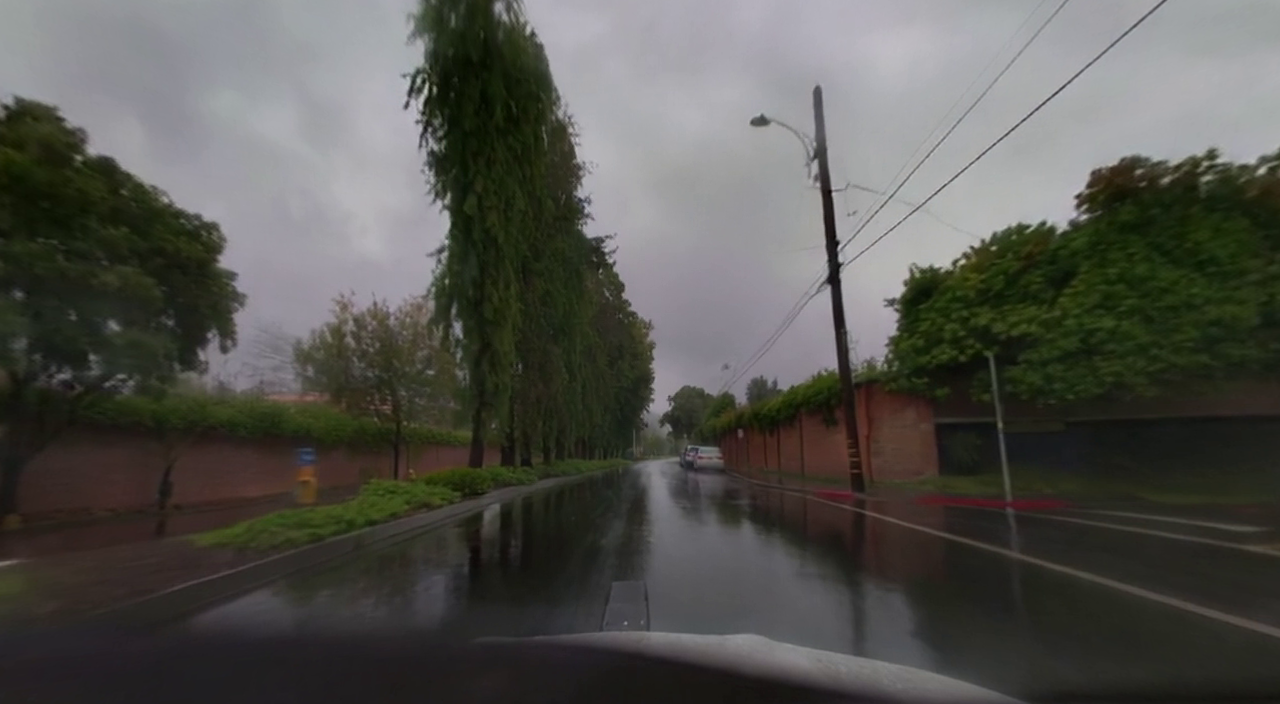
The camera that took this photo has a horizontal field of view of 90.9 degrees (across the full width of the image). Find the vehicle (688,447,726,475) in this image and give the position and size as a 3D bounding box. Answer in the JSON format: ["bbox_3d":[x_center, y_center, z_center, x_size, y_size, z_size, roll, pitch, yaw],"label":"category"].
[{"bbox_3d":[4.269,7.009,40.762,2.048,1.596,5.543,2,-8,2],"label":"vehicle"}]
